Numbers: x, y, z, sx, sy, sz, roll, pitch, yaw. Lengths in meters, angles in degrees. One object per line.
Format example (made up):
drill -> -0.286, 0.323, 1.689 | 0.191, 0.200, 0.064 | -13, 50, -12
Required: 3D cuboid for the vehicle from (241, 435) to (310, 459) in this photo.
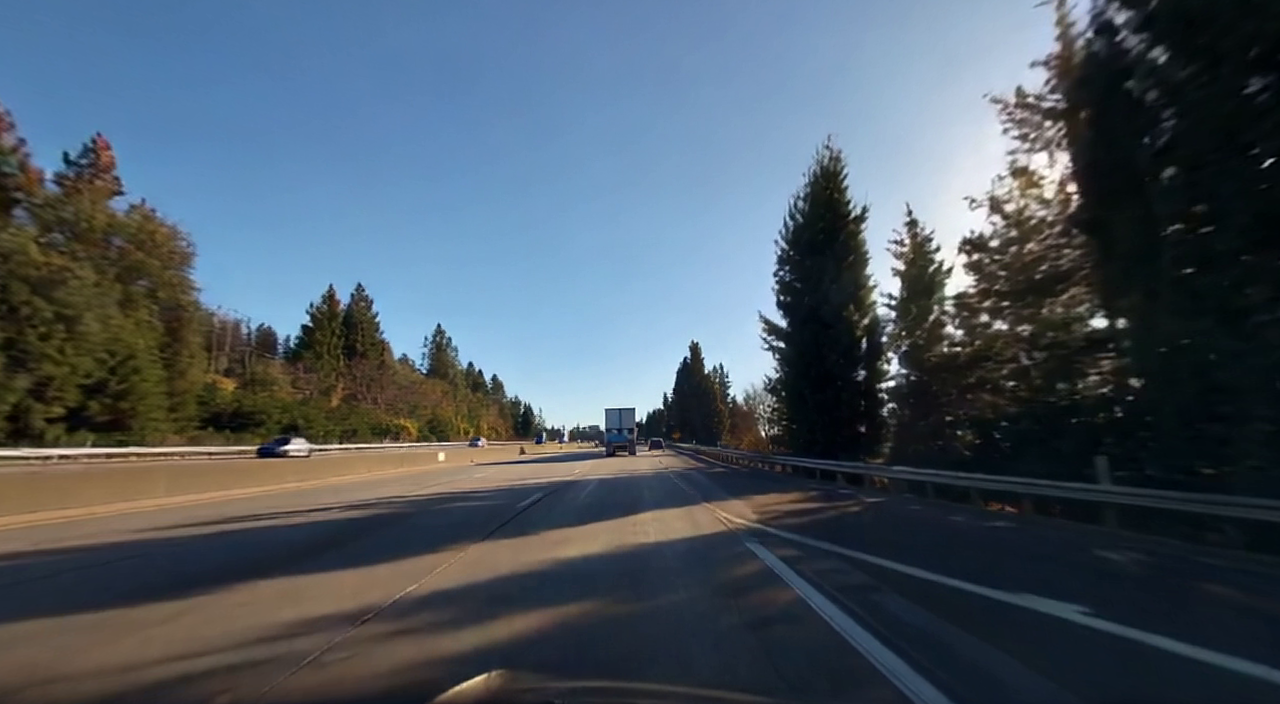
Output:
vehicle -> -23.858, 6.216, 41.449 | 1.813, 1.473, 4.499 | 0, -8, 0
